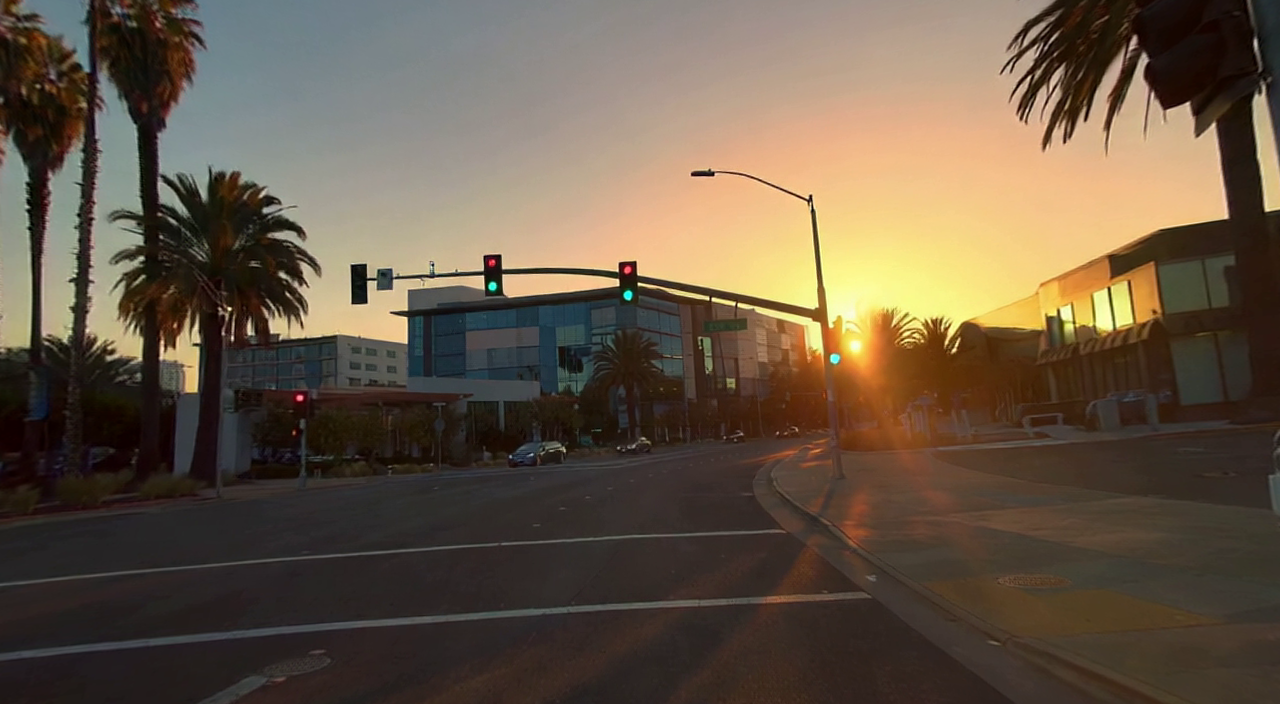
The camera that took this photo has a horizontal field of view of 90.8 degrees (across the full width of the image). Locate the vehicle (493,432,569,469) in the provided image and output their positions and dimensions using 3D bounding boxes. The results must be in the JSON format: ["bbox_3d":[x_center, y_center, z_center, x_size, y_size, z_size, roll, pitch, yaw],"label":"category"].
[{"bbox_3d":[-5.685,5.231,33.641,2.181,1.792,4.648,-3,-9,16],"label":"vehicle"}]
